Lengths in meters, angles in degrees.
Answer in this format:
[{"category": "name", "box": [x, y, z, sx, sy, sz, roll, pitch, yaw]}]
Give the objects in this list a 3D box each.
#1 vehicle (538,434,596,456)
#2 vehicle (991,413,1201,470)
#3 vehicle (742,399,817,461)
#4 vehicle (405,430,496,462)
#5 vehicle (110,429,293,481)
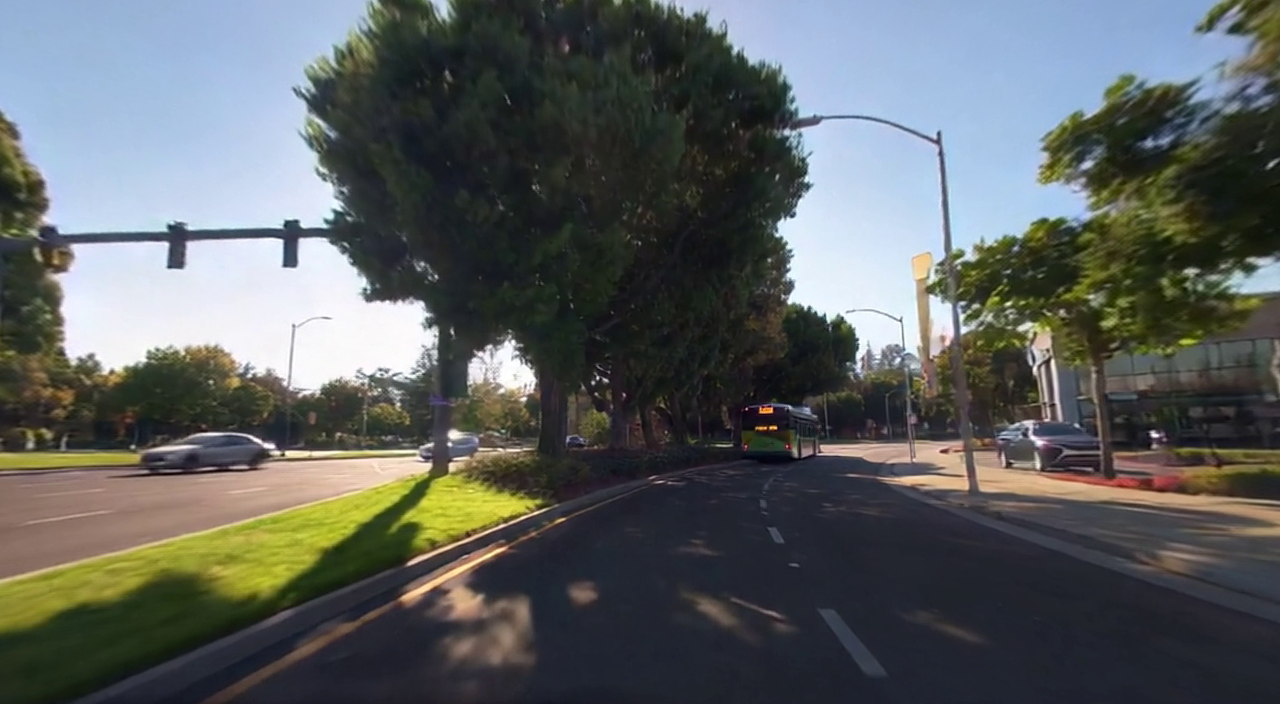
[{"category": "vehicle", "box": [-5.113, 6.598, 44.806, 1.887, 1.494, 4.443, -5, -9, 29]}, {"category": "vehicle", "box": [16.793, 3.385, 23.667, 5.856, 1.945, 2.183, -3, -9, 19]}, {"category": "vehicle", "box": [9.251, 5.137, 40.690, 3.031, 3.429, 11.005, -3, -9, 21]}, {"category": "vehicle", "box": [-10.277, 5.129, 34.529, 2.054, 1.607, 4.615, -5, -9, 27]}, {"category": "vehicle", "box": [-14.264, 3.350, 20.807, 1.854, 1.484, 4.526, -5, -9, 27]}]
